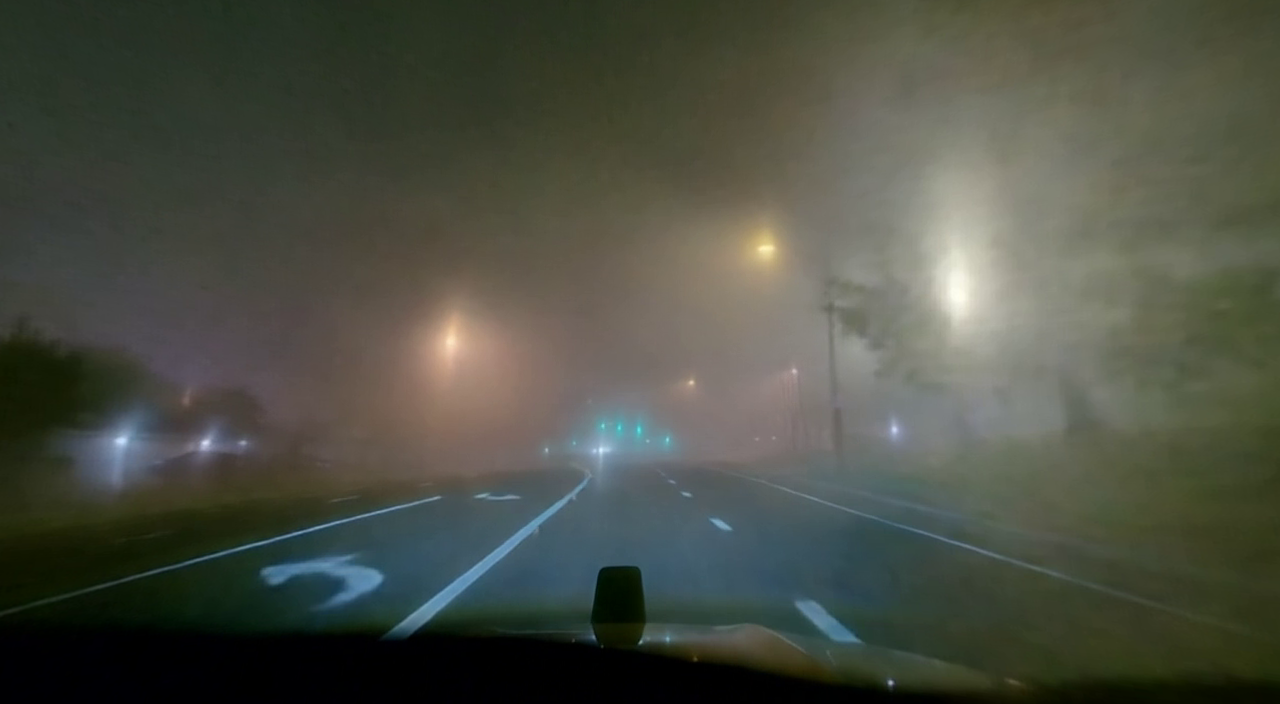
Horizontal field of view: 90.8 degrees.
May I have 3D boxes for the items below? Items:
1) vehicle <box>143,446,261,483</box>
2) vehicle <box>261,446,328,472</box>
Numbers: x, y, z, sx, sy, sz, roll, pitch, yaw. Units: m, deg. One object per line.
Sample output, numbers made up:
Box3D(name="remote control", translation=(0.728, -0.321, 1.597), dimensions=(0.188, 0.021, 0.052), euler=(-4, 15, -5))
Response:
Box3D(name="vehicle", translation=(-23.274, 5.973, 33.715), dimensions=(4.794, 1.869, 2.060), euler=(-1, -8, 3))
Box3D(name="vehicle", translation=(-24.326, 7.527, 44.648), dimensions=(2.067, 1.644, 4.216), euler=(1, -9, 5))
